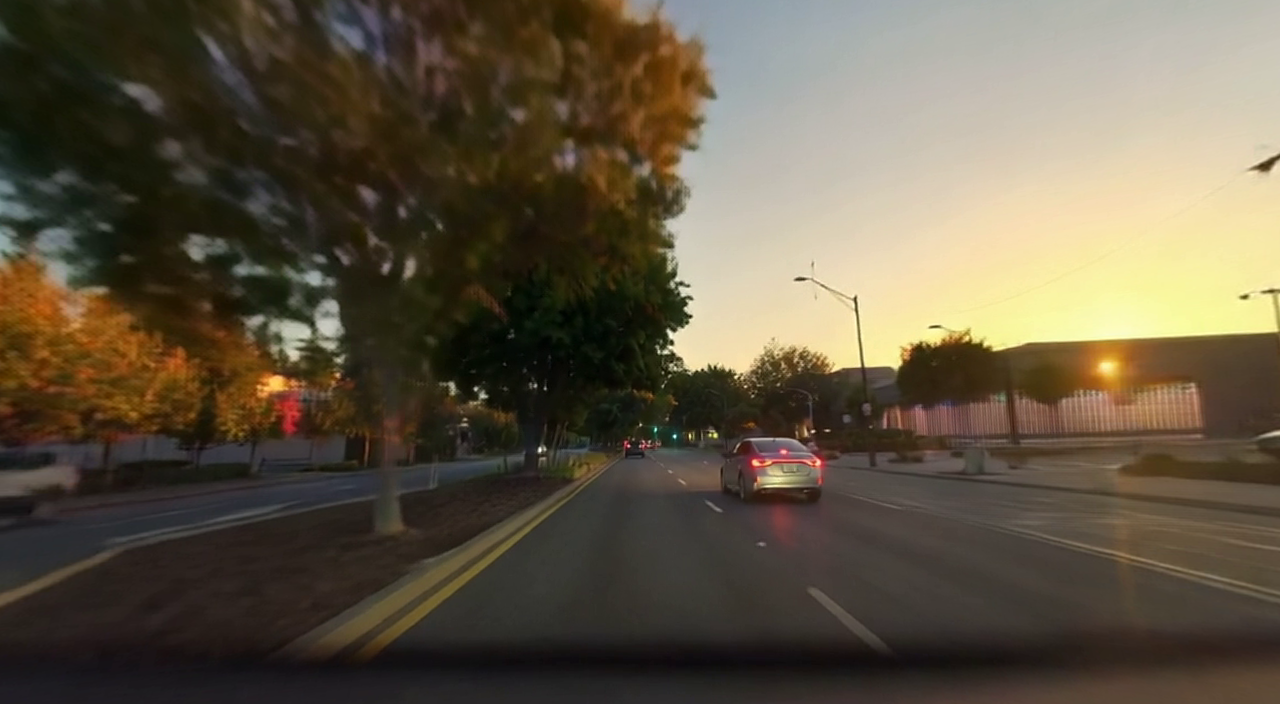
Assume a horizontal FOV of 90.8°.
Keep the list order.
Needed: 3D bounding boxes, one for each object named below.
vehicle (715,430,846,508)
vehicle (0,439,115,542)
[{"bbox_3d":[3.239,2.789,15.664,1.995,1.616,4.729,0,-8,-2],"label":"vehicle"},{"bbox_3d":[-12.411,2.483,11.318,2.063,1.812,4.502,0,-8,0],"label":"vehicle"}]
